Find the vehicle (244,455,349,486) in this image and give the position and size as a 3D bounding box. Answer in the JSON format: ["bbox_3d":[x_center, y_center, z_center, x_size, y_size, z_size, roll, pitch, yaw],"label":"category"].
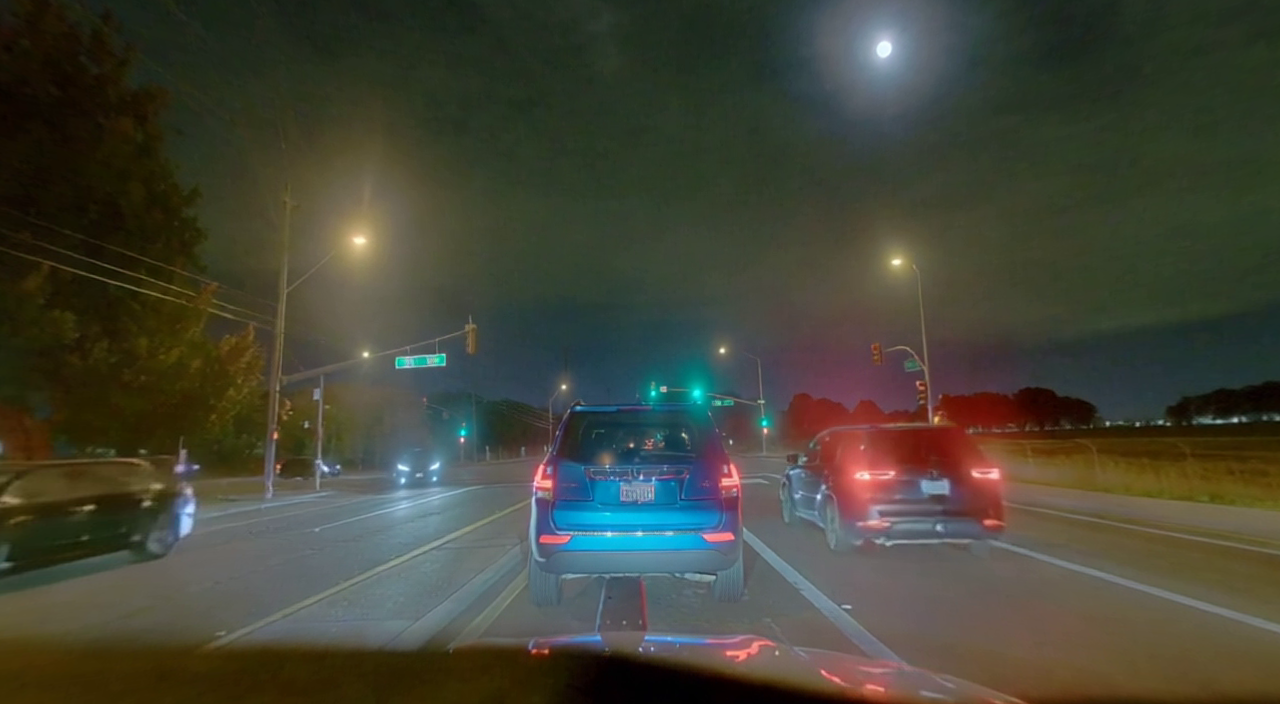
[{"bbox_3d":[-18.049,6.176,33.164,4.559,1.458,2.265,-3,-9,19],"label":"vehicle"}]

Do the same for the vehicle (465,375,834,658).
[{"bbox_3d":[0.051,1.331,6.106,2.298,1.770,4.138,0,-8,0],"label":"vehicle"}]

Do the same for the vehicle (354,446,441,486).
[{"bbox_3d":[-11.310,5.237,29.280,2.026,1.680,4.608,8,-12,-44],"label":"vehicle"}]

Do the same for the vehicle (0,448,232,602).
[{"bbox_3d":[-7.943,2.087,8.251,2.192,1.606,4.510,0,-8,0],"label":"vehicle"}]

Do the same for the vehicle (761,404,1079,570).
[{"bbox_3d":[3.324,1.720,8.811,2.340,1.693,4.516,0,-8,0],"label":"vehicle"}]
